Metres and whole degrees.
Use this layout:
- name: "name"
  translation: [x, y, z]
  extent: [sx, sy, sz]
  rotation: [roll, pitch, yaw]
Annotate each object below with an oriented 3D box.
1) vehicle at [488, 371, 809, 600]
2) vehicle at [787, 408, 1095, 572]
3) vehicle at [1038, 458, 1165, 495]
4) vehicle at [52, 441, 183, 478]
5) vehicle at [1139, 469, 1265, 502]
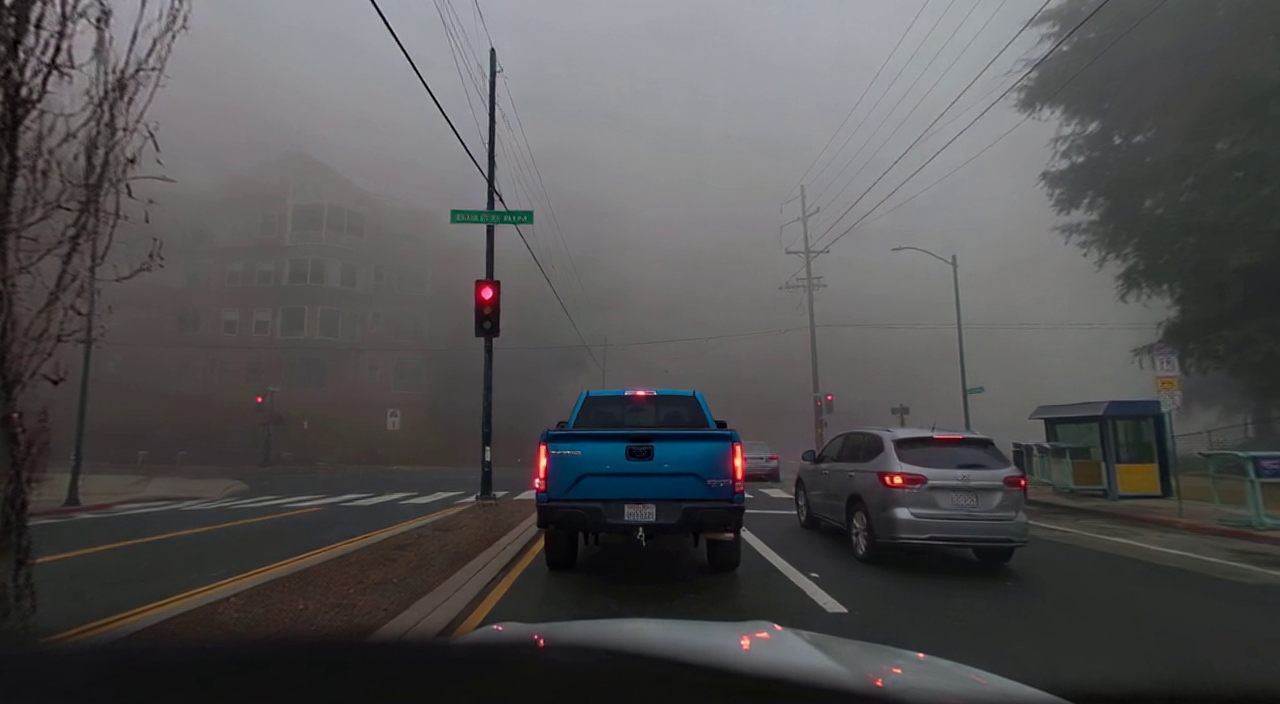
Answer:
- name: "vehicle"
  translation: [0.103, 1.512, 8.022]
  extent: [2.738, 1.959, 5.070]
  rotation: [0, -8, 1]
- name: "vehicle"
  translation: [3.835, 1.853, 9.288]
  extent: [2.131, 1.759, 4.762]
  rotation: [0, -8, 0]
- name: "vehicle"
  translation: [21.785, 5.864, 29.884]
  extent: [4.498, 1.618, 1.843]
  rotation: [0, -8, 0]
- name: "vehicle"
  translation: [-24.858, 5.115, 30.108]
  extent: [4.563, 1.692, 1.778]
  rotation: [0, -8, -2]
- name: "vehicle"
  translation: [26.396, 6.266, 29.699]
  extent: [4.071, 1.388, 1.884]
  rotation: [0, -8, 1]
